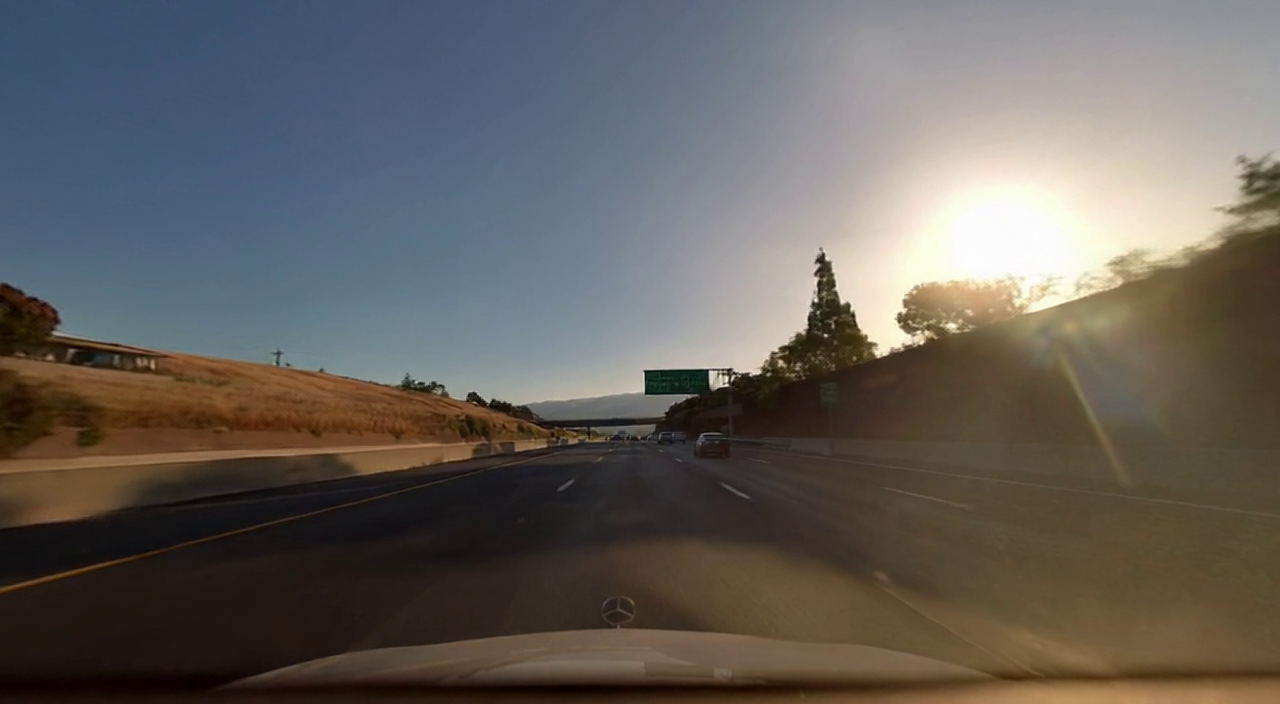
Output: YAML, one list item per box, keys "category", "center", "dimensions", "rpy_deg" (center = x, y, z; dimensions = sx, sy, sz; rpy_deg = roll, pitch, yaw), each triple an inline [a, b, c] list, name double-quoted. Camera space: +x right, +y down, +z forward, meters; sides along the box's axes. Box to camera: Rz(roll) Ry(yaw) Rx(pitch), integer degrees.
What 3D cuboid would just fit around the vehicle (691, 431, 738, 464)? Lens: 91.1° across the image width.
- category: "vehicle"
  center: [3.582, 4.650, 30.816]
  dimensions: [1.802, 1.492, 3.804]
  rpy_deg: [0, -7, -1]
